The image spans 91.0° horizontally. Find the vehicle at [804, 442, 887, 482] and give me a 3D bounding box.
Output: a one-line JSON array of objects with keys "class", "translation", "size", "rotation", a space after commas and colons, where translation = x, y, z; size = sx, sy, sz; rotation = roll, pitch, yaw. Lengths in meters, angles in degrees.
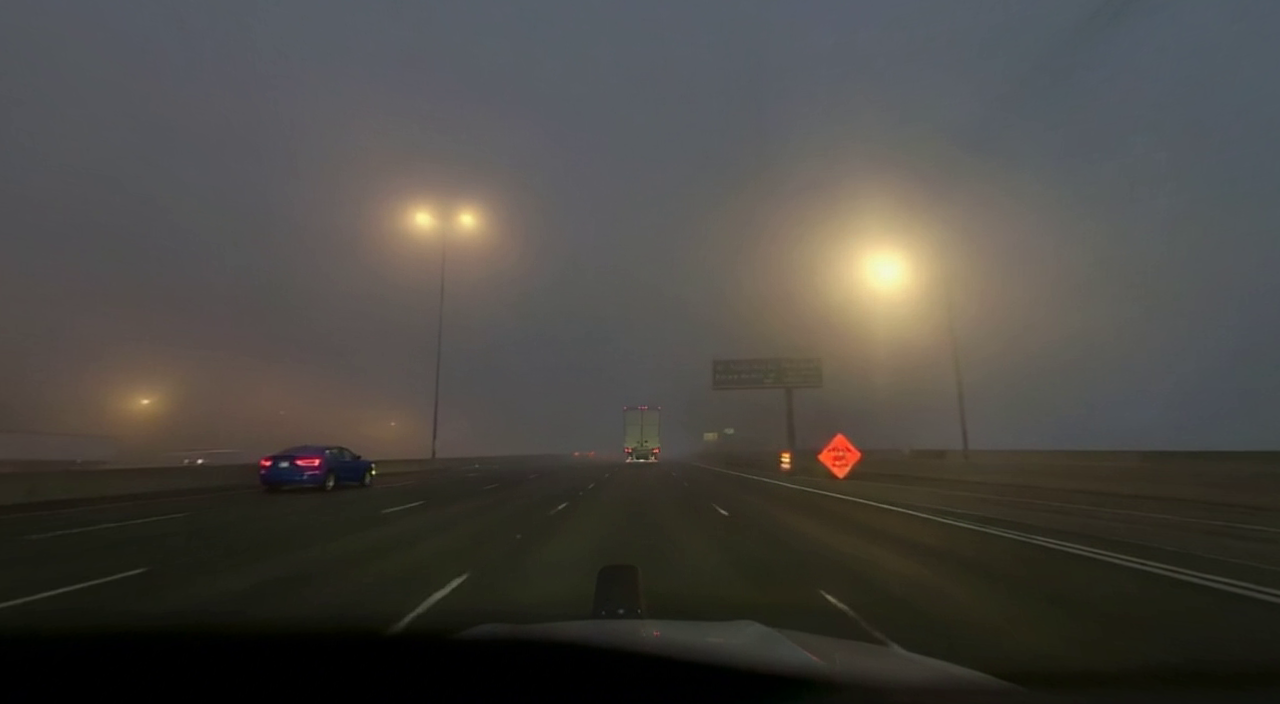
[{"class": "vehicle", "translation": [9.621, 5.196, 30.030], "size": [2.065, 1.698, 4.882], "rotation": [0, -9, -3]}]

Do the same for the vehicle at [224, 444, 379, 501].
[{"class": "vehicle", "translation": [-10.390, 3.713, 19.913], "size": [2.096, 1.538, 4.998], "rotation": [0, -9, 0]}]
